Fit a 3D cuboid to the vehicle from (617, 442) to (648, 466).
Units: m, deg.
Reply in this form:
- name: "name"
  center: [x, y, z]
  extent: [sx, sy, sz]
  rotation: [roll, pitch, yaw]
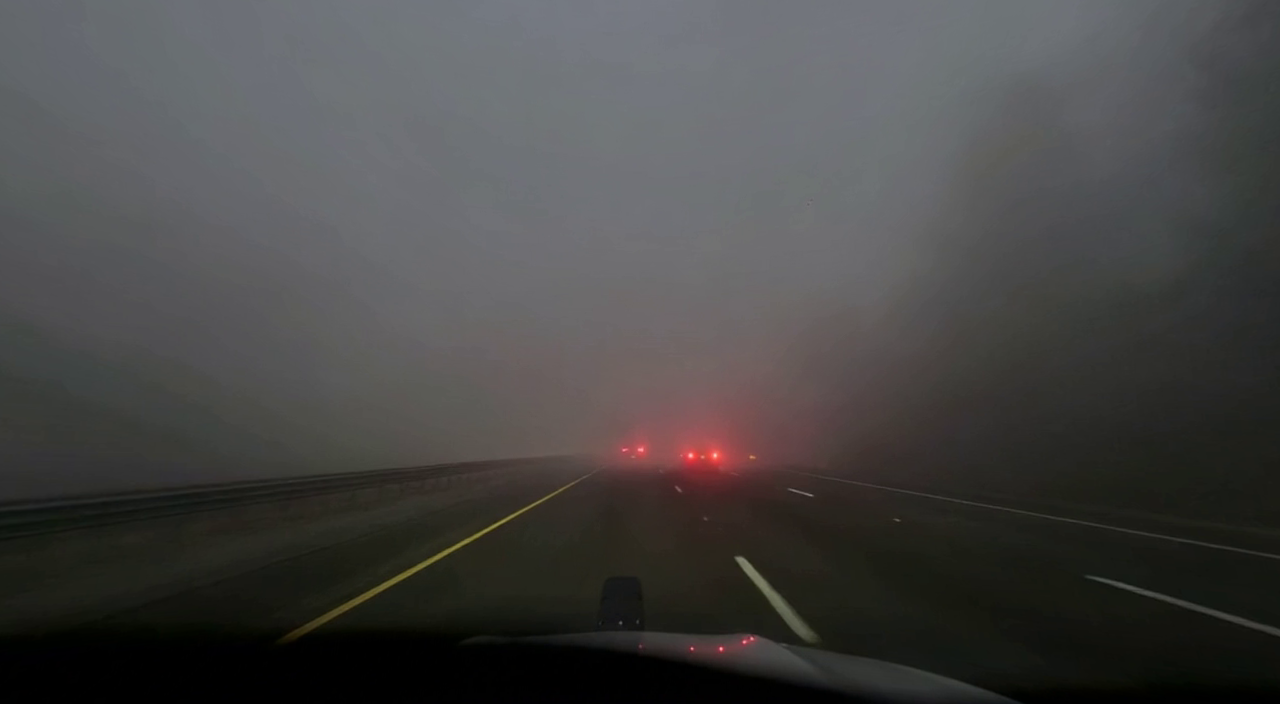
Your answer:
- name: "vehicle"
  center: [-0.514, 7.496, 46.250]
  extent: [2.142, 1.664, 4.076]
  rotation: [0, -9, 0]

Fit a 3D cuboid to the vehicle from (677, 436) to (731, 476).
- name: "vehicle"
  center: [3.190, 5.326, 32.426]
  extent: [2.269, 1.839, 4.554]
  rotation: [0, -9, -1]
